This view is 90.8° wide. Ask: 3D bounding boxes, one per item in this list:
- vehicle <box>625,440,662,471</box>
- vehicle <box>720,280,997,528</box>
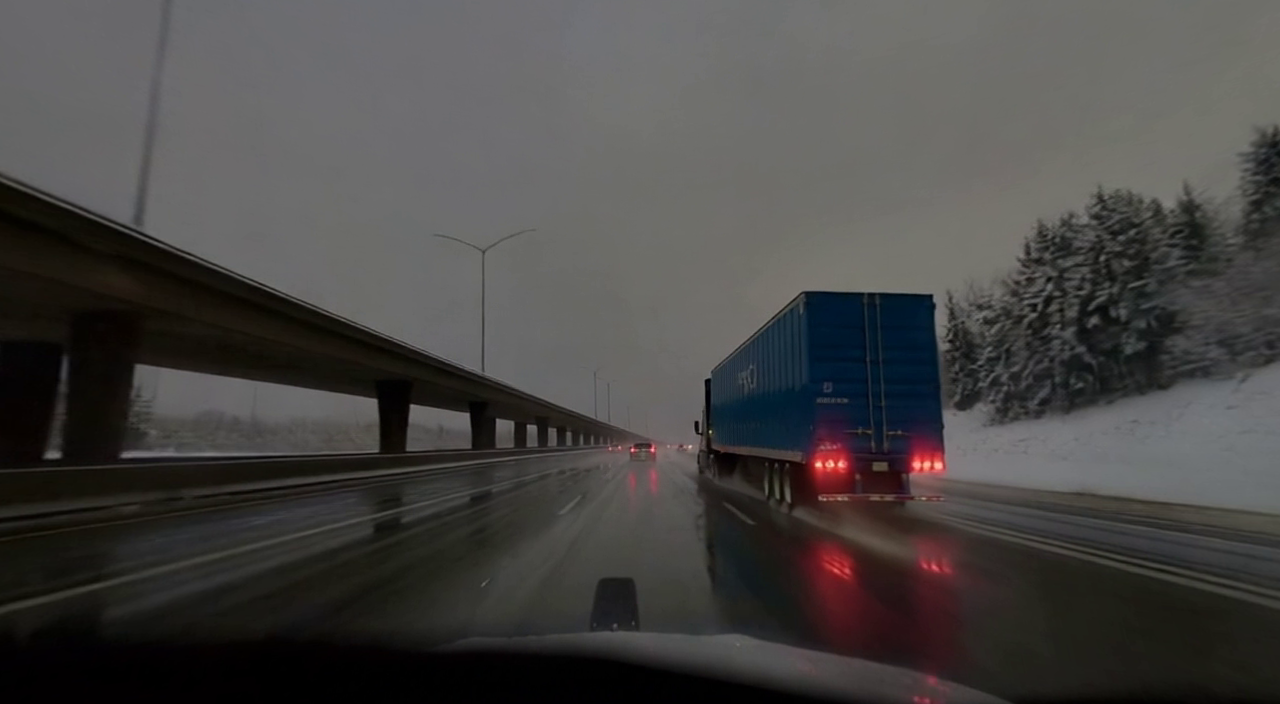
[{"bbox_3d":[0.227,6.075,37.348,2.077,1.716,4.514,0,-9,1],"label":"vehicle"},{"bbox_3d":[4.168,1.552,15.363,2.964,4.063,10.072,0,-9,-1],"label":"vehicle"}]
